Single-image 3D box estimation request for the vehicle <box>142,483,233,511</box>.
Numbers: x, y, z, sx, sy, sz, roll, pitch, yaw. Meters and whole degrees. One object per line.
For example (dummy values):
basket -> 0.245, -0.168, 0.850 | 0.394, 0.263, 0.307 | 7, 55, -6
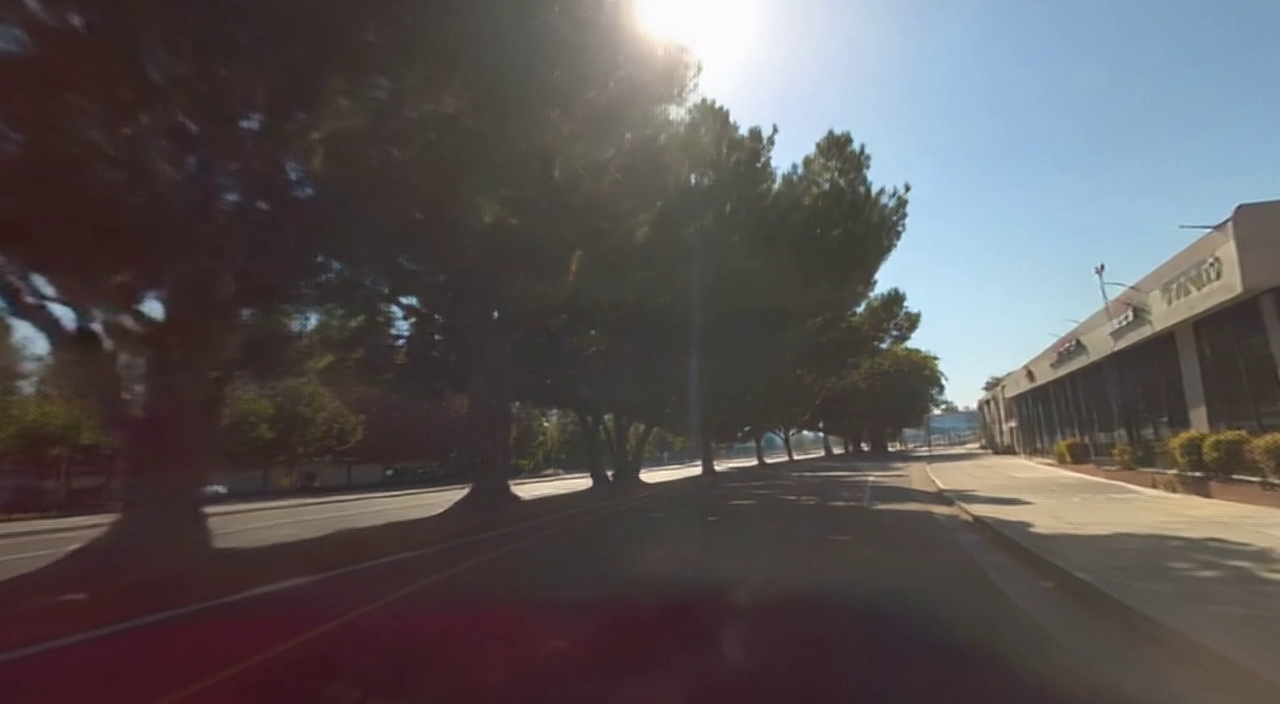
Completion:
vehicle -> -31.269, 10.010, 43.628 | 1.824, 1.478, 4.676 | -4, -10, 27
